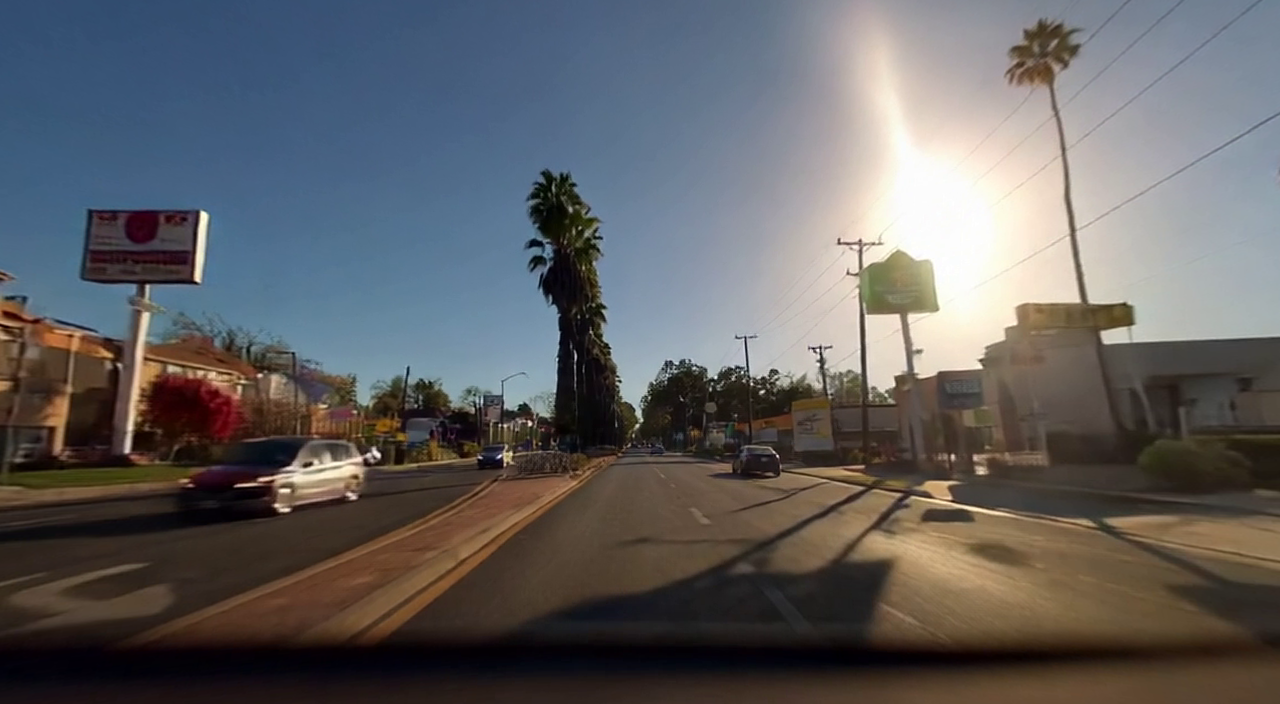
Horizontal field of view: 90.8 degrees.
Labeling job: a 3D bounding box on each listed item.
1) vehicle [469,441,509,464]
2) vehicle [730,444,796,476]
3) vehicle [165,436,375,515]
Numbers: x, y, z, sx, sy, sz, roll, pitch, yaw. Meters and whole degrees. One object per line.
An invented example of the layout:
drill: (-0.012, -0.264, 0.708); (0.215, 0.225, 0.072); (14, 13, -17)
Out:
vehicle: (-11.800, 7.913, 49.759); (2.007, 1.707, 4.522); (0, -8, 0)
vehicle: (5.918, 5.253, 31.042); (2.261, 1.479, 4.403); (0, -8, -2)
vehicle: (-7.964, 2.681, 14.261); (1.946, 1.471, 4.587); (0, -8, 0)
